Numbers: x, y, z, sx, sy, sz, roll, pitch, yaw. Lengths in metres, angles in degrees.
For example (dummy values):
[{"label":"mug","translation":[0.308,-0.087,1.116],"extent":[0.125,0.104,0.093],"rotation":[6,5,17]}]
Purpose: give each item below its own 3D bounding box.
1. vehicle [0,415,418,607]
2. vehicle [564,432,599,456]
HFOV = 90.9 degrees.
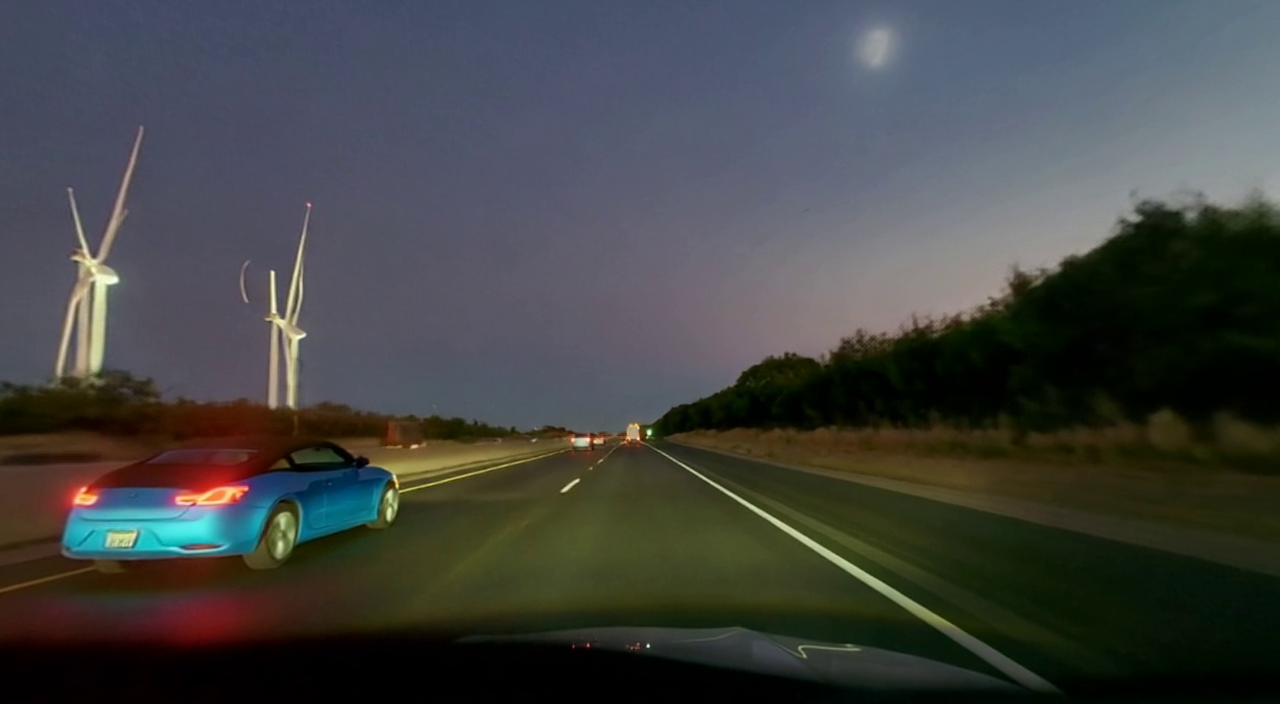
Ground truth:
[{"label":"vehicle","translation":[-4.135,1.472,6.855],"extent":[1.969,1.413,4.194],"rotation":[0,-8,-1]},{"label":"vehicle","translation":[-3.754,5.979,41.012],"extent":[2.024,1.456,3.754],"rotation":[0,-8,-1]}]
